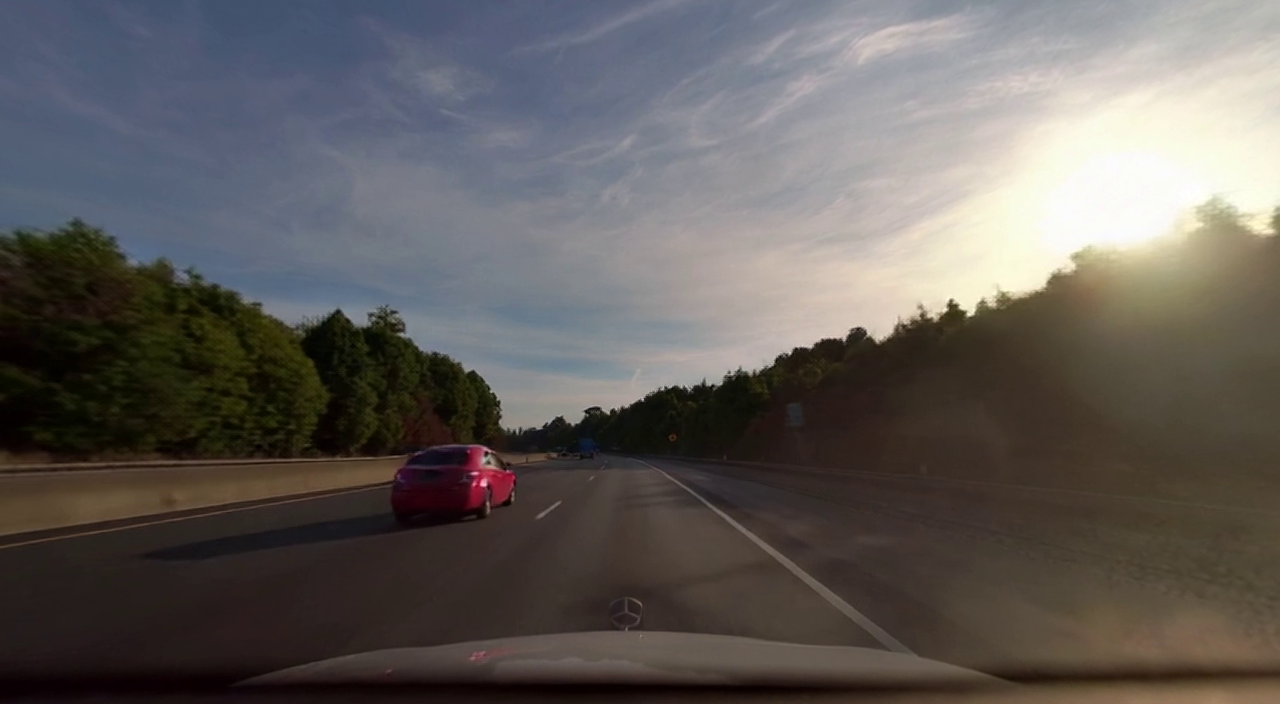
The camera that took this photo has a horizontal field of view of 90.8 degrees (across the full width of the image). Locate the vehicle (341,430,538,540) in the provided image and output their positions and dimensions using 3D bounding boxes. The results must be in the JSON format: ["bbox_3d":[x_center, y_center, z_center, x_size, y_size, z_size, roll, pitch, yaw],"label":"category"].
[{"bbox_3d":[-3.493,2.436,12.190,2.279,1.683,4.726,0,-9,-1],"label":"vehicle"}]
